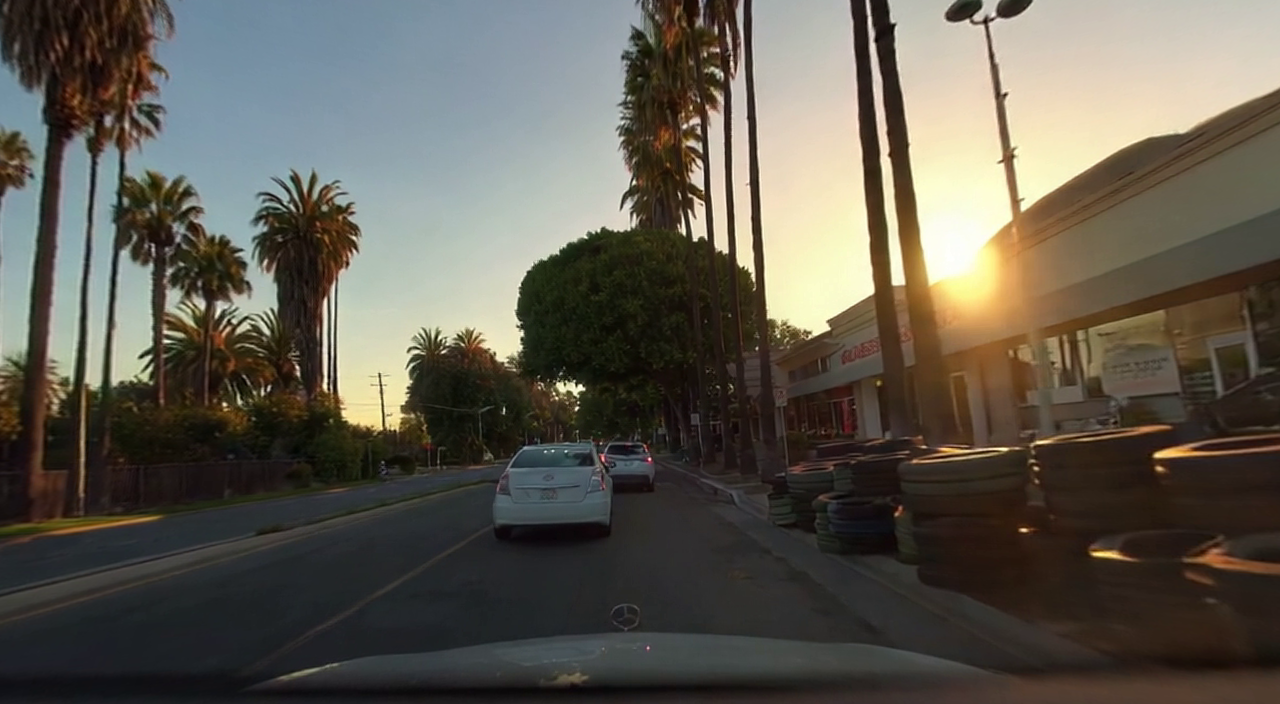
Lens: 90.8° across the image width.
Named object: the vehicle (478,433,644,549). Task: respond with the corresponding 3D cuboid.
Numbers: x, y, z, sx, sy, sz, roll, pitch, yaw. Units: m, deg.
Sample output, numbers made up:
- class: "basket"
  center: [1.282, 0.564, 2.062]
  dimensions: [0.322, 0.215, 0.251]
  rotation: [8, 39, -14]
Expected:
- class: "vehicle"
  center: [-1.097, 2.137, 10.413]
  dimensions: [2.169, 1.495, 4.048]
  rotation: [0, -8, -2]
